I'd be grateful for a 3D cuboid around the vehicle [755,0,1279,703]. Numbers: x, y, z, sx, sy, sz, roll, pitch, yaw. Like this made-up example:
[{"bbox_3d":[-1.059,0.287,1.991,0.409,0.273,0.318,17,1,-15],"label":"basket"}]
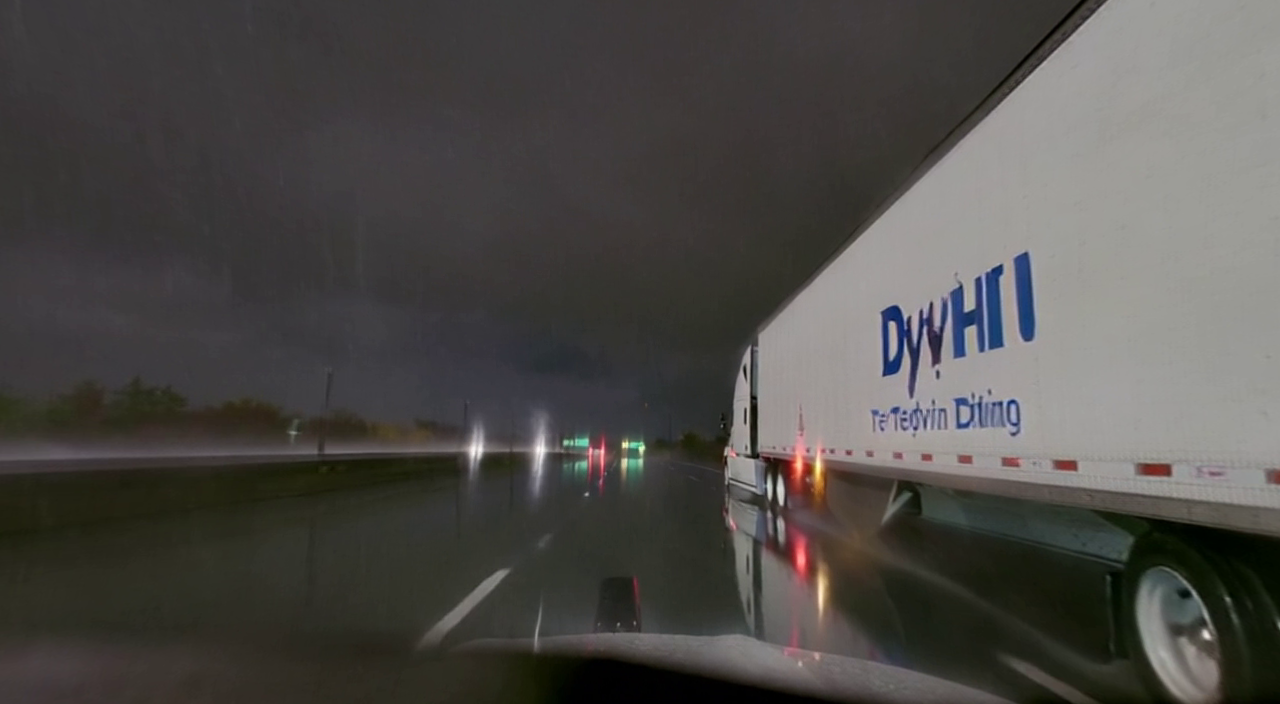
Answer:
[{"bbox_3d":[4.007,0.359,7.641,2.962,4.132,12.720,0,-8,1],"label":"vehicle"}]
